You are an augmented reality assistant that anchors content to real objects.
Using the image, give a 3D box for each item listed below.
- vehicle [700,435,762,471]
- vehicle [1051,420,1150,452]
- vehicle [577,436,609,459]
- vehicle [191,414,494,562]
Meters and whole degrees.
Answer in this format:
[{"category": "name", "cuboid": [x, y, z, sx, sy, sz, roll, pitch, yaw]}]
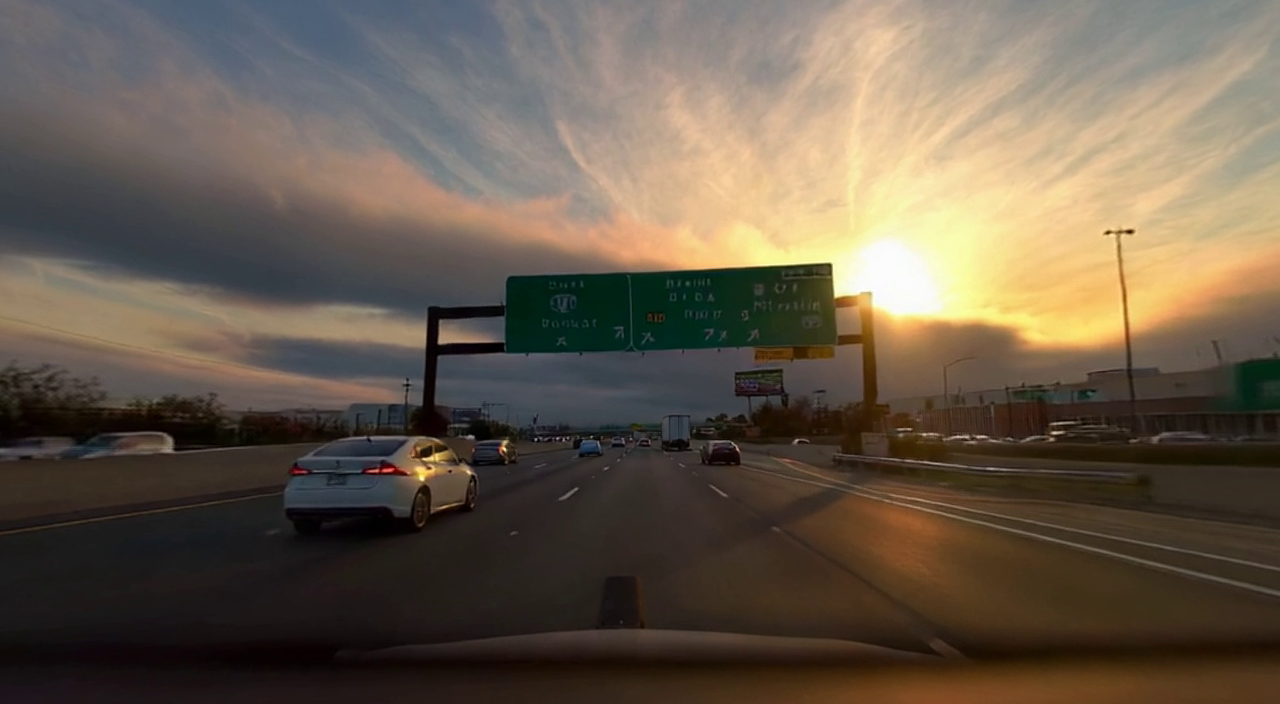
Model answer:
[{"category": "vehicle", "cuboid": [4.116, 4.664, 29.238, 2.135, 1.532, 4.506, 0, -9, -1]}, {"category": "vehicle", "cuboid": [35.897, 6.575, 49.190, 5.729, 2.378, 2.285, 0, -9, 2]}, {"category": "vehicle", "cuboid": [-3.338, 6.890, 45.483, 2.001, 1.577, 4.055, 0, -9, 0]}, {"category": "vehicle", "cuboid": [-3.581, 1.731, 8.698, 2.008, 1.504, 4.264, 0, -9, 1]}]
